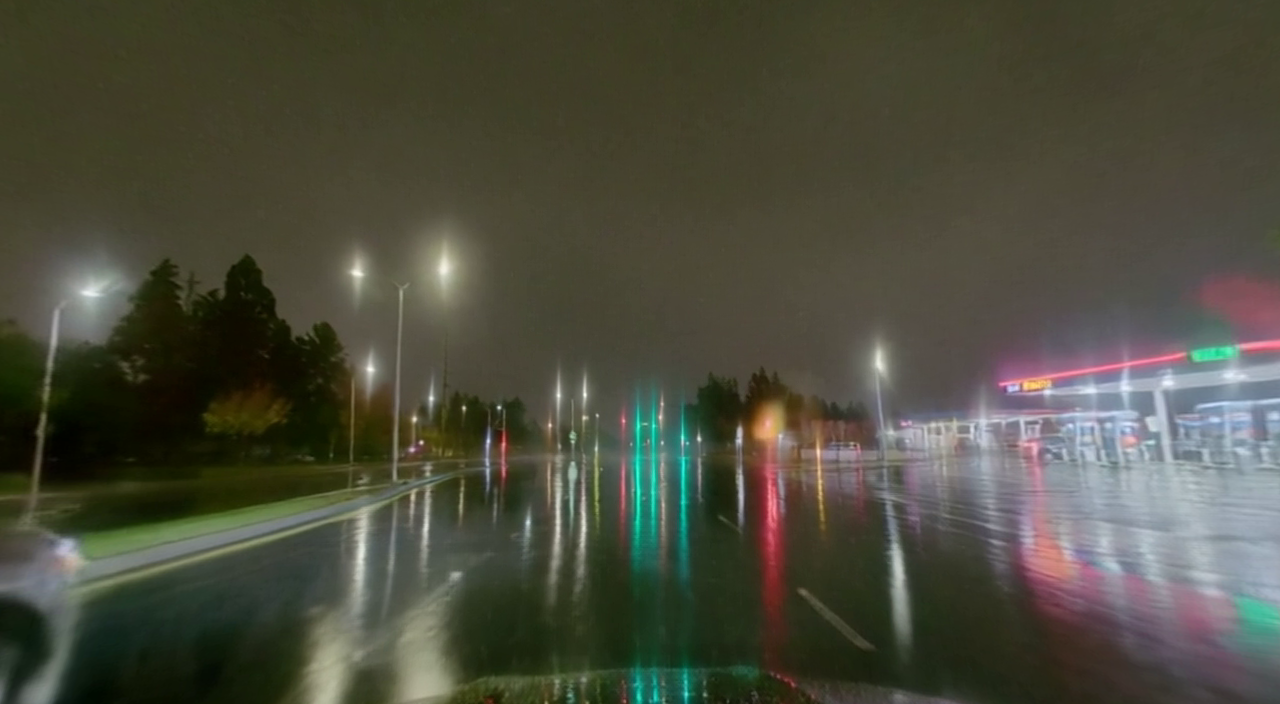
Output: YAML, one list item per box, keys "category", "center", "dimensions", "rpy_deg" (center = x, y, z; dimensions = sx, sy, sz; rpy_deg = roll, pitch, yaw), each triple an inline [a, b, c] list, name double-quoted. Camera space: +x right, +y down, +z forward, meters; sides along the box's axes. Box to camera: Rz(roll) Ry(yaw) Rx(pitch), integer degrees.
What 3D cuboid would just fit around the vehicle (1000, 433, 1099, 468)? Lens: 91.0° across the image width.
- category: "vehicle"
  center: [23.232, 5.597, 35.962]
  dimensions: [2.302, 1.795, 4.724]
  rpy_deg: [-2, -8, -2]
